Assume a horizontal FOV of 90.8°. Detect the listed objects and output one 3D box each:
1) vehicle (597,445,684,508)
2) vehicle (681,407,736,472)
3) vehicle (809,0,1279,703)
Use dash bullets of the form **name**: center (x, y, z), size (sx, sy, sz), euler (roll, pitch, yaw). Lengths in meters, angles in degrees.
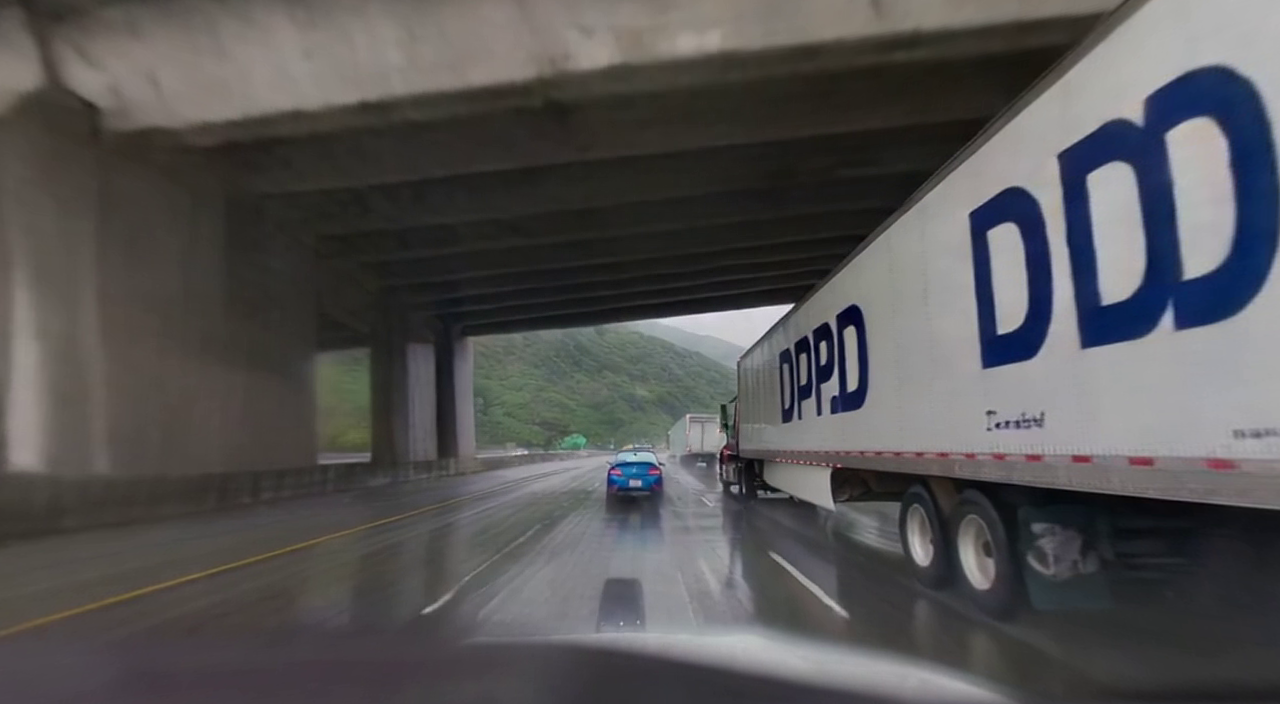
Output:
- **vehicle**: center (0.006, 3.190, 16.590), size (2.029, 1.437, 3.794), euler (0, -9, 0)
- **vehicle**: center (4.548, 6.145, 43.982), size (2.801, 4.039, 8.684), euler (0, -9, 0)
- **vehicle**: center (4.161, 0.268, 5.847), size (2.802, 3.956, 8.291), euler (0, -9, 0)
